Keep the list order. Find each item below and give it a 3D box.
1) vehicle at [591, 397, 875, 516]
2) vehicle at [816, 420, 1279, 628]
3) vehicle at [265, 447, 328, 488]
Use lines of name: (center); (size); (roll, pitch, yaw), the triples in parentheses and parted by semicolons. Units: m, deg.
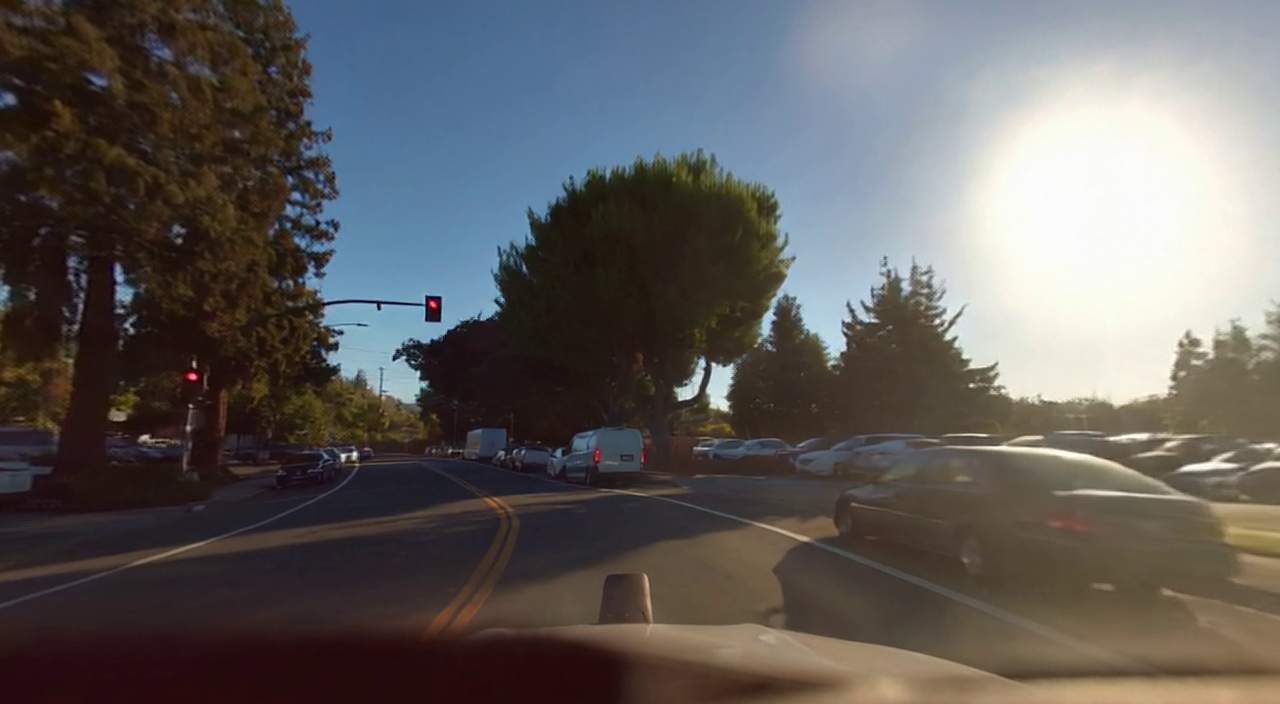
vehicle: (1.508, 2.727, 17.000); (3.041, 2.164, 10.370); (2, -9, -19)
vehicle: (3.817, 1.579, 6.958); (1.957, 1.479, 4.554); (1, -8, -7)
vehicle: (-14.317, 4.778, 26.494); (1.950, 1.489, 4.214); (2, -9, -24)
